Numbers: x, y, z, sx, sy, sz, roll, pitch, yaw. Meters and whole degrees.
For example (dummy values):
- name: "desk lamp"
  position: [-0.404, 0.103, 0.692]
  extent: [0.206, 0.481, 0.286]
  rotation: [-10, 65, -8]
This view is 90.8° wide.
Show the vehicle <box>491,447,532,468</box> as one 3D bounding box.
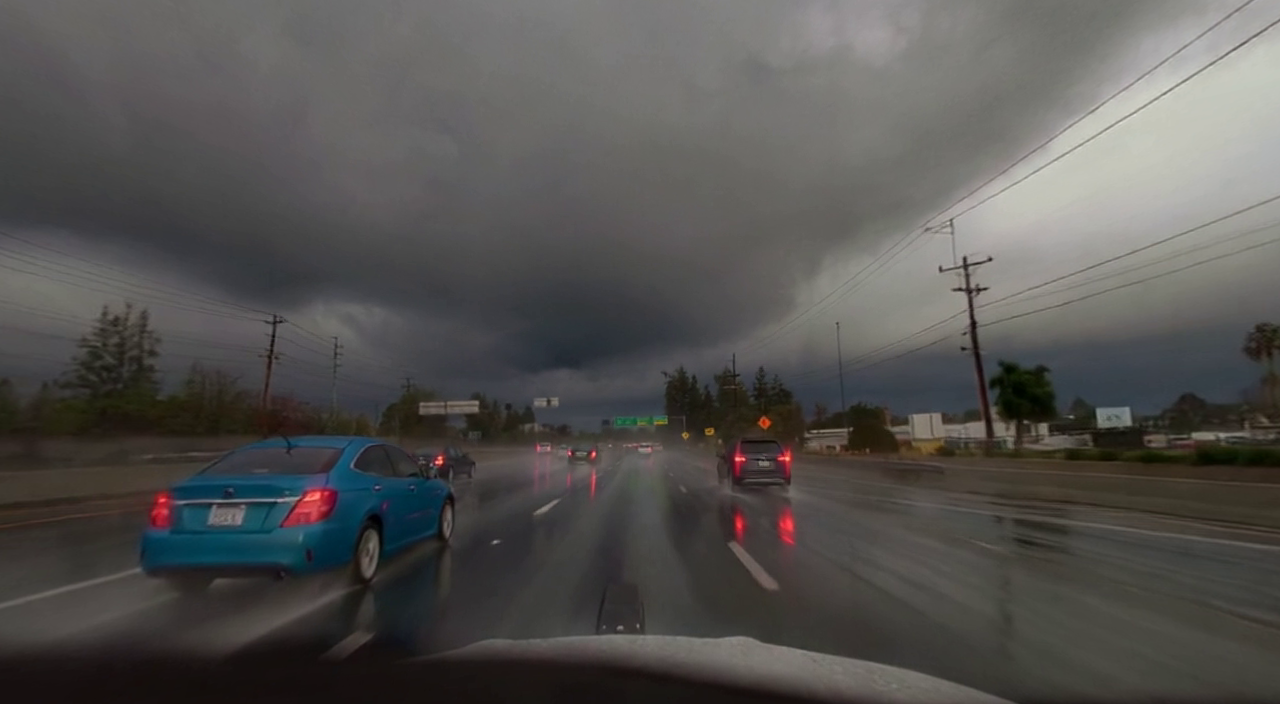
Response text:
- name: "vehicle"
  position: [-9.563, 7.894, 47.381]
  extent: [2.014, 1.481, 4.642]
  rotation: [-1, -9, 2]

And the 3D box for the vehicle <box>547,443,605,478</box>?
- name: "vehicle"
  position: [-2.871, 4.986, 29.265]
  extent: [2.066, 1.488, 4.377]
  rotation: [-1, -9, 2]

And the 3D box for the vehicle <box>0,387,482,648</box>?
- name: "vehicle"
  position: [-3.228, 1.419, 6.423]
  extent: [2.104, 1.707, 4.338]
  rotation: [0, -9, 0]

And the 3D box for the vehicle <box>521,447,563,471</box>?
- name: "vehicle"
  position: [-6.319, 6.941, 41.352]
  extent: [1.877, 1.474, 4.475]
  rotation: [-1, -9, 2]

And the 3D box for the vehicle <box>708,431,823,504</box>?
- name: "vehicle"
  position: [3.151, 3.017, 16.905]
  extent: [2.100, 1.659, 4.387]
  rotation: [0, -9, -1]
